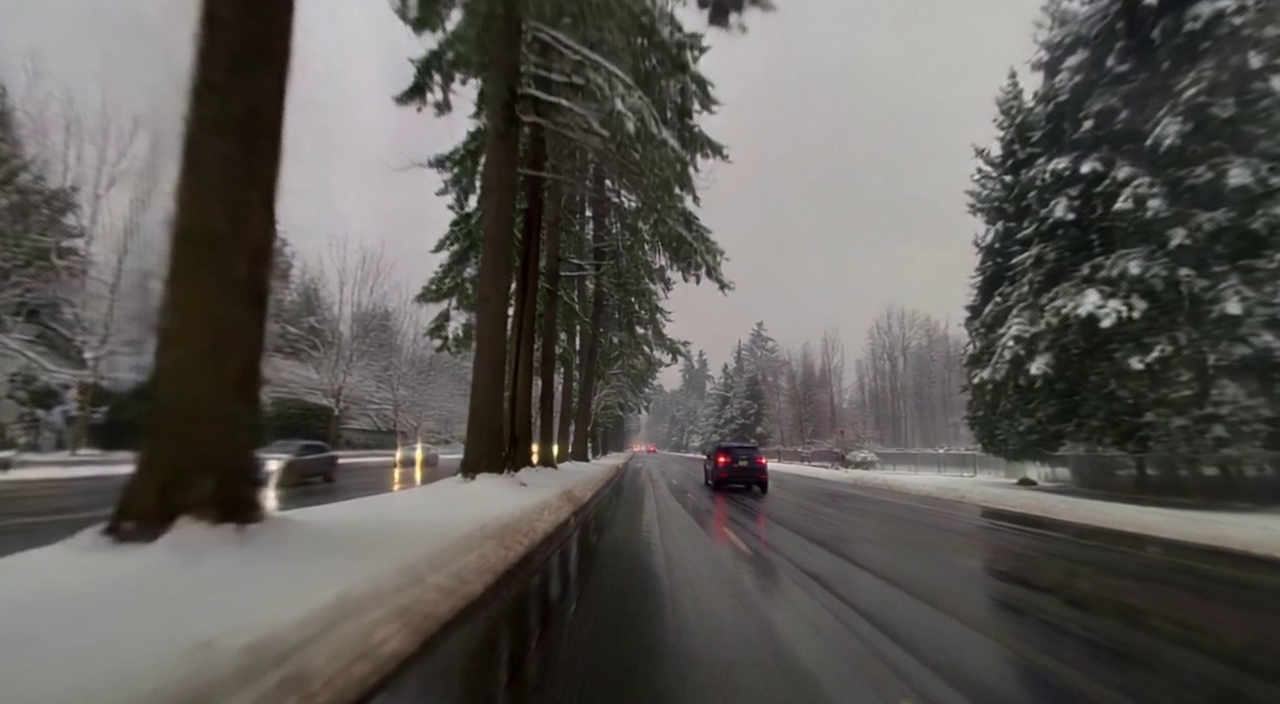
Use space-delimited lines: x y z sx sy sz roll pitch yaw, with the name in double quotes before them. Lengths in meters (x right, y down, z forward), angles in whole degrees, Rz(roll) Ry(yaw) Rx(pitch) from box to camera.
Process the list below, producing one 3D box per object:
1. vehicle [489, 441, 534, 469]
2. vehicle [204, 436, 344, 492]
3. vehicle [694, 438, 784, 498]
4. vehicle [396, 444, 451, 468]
"vehicle" -8.507 6.862 42.121 2.070 1.703 4.301 0 -9 0
"vehicle" -11.581 3.554 20.362 1.879 1.563 4.322 0 -8 0
"vehicle" 3.051 3.688 20.524 2.108 1.712 4.616 0 -9 -1
"vehicle" -14.283 6.862 41.802 2.094 1.504 4.283 0 -9 1
